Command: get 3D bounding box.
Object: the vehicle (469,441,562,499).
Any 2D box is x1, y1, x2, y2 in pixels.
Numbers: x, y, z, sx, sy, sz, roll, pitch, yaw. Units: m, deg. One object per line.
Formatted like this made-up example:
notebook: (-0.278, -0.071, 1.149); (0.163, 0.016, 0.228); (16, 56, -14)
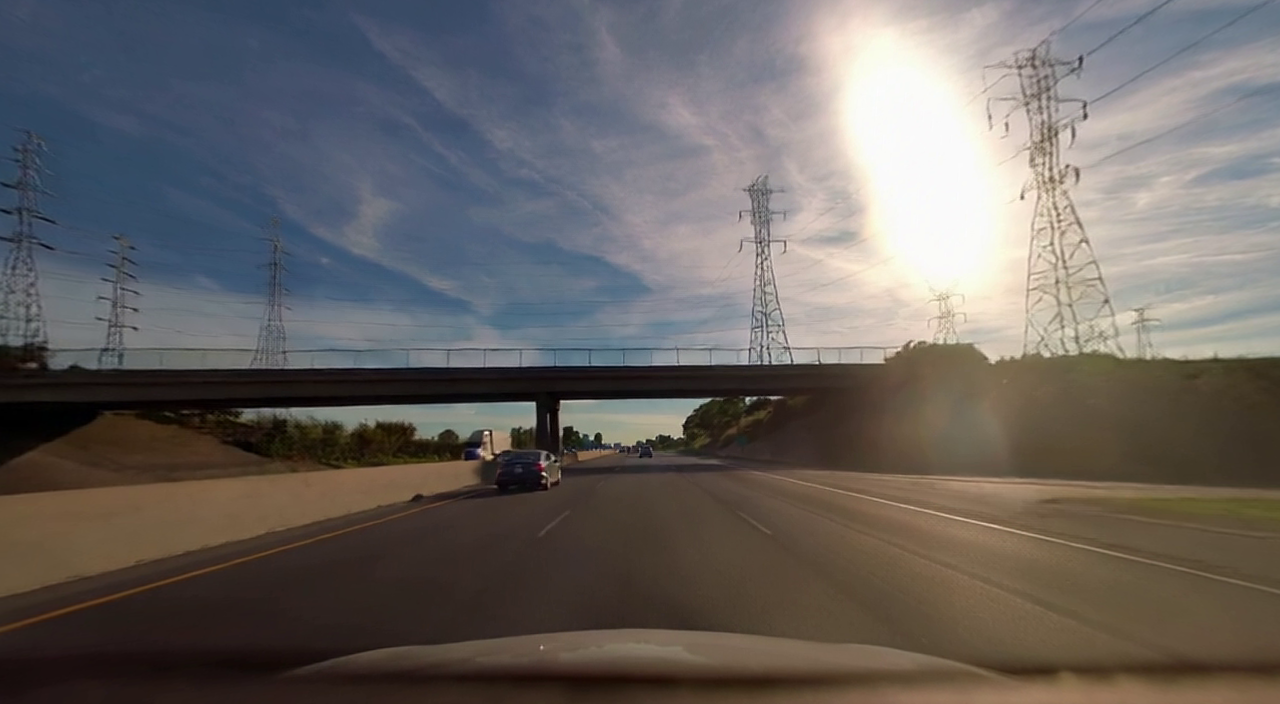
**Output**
vehicle: (-3.631, 3.524, 19.179); (1.924, 1.550, 4.165); (0, -9, 1)
